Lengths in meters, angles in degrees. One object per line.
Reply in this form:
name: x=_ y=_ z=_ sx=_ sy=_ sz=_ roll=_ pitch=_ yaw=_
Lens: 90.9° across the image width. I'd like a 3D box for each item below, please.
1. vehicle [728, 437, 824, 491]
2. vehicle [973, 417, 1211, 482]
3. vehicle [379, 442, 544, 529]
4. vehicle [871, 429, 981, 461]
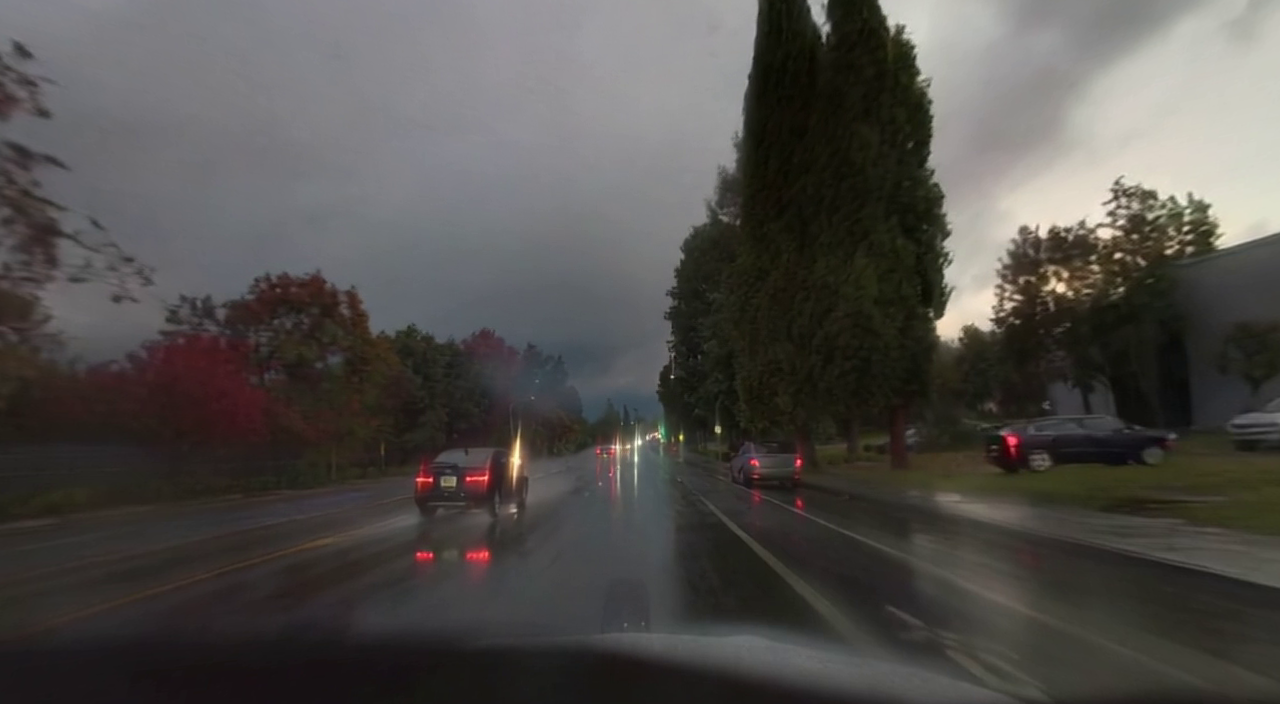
vehicle: x=4.435 y=3.738 z=21.454 sx=2.107 sy=1.620 sz=4.793 roll=0 pitch=-8 yaw=-1
vehicle: x=11.778 y=2.561 z=16.675 sx=4.766 sy=1.585 sz=2.020 roll=0 pitch=-8 yaw=-2
vehicle: x=-3.433 y=2.641 z=13.131 sx=2.099 sy=1.470 sz=4.302 roll=-1 pitch=-8 yaw=1
vehicle: x=14.670 y=4.802 z=32.510 sx=4.696 sy=1.511 sz=2.004 roll=-1 pitch=-8 yaw=1
